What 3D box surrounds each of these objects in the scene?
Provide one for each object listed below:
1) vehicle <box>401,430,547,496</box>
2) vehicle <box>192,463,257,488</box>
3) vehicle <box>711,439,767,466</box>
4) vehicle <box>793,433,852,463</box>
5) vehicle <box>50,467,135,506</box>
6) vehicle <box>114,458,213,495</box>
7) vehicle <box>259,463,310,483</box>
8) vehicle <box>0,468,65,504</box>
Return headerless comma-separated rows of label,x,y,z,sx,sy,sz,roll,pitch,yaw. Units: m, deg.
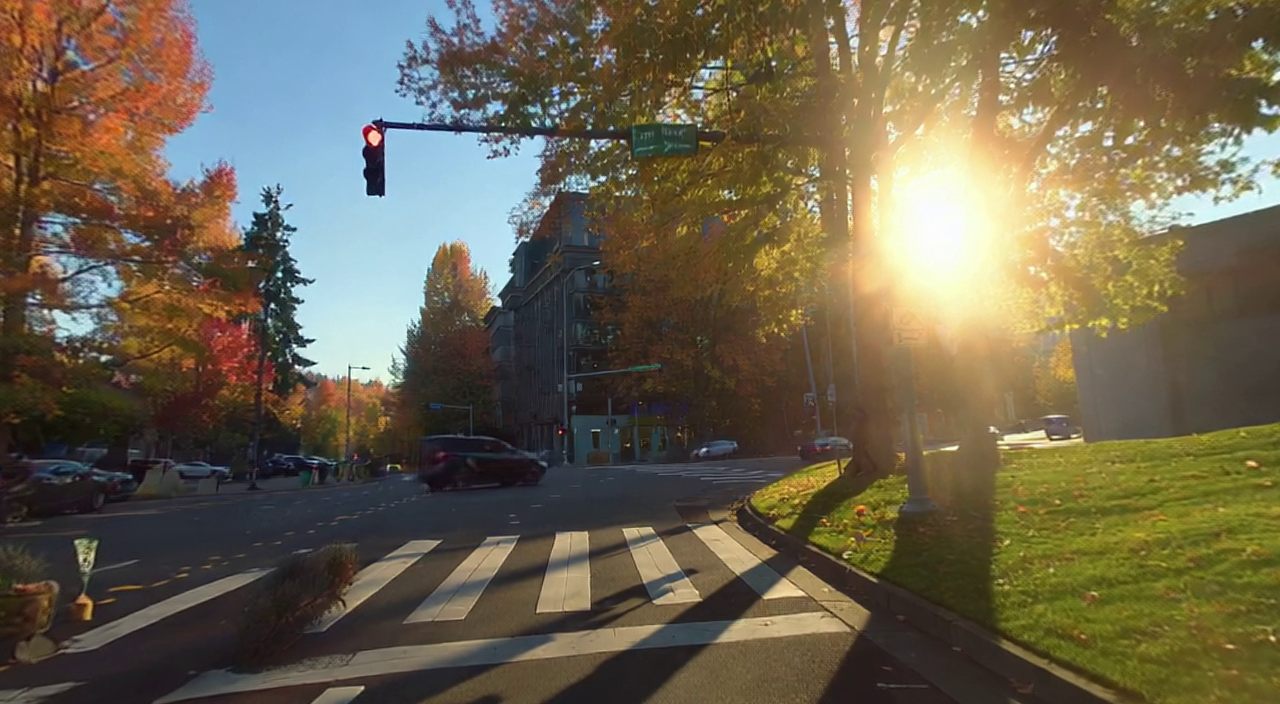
vehicle,-5.370,3.617,20.756,1.942,1.920,4.263,-8,-11,39
vehicle,-28.540,8.482,43.181,1.768,1.465,3.972,0,-9,-1
vehicle,6.991,7.014,43.915,1.867,1.743,4.259,-8,-11,39
vehicle,11.879,6.233,40.689,1.988,1.853,4.314,-8,-11,40
vehicle,-25.399,6.220,29.260,1.694,1.528,4.225,3,-9,-23
vehicle,-27.830,7.269,36.893,2.064,1.913,5.081,0,-9,-4
vehicle,-28.133,9.582,49.741,1.776,1.452,3.920,0,-9,0
vehicle,-30.327,6.455,30.341,1.800,1.520,3.968,2,-9,-13
